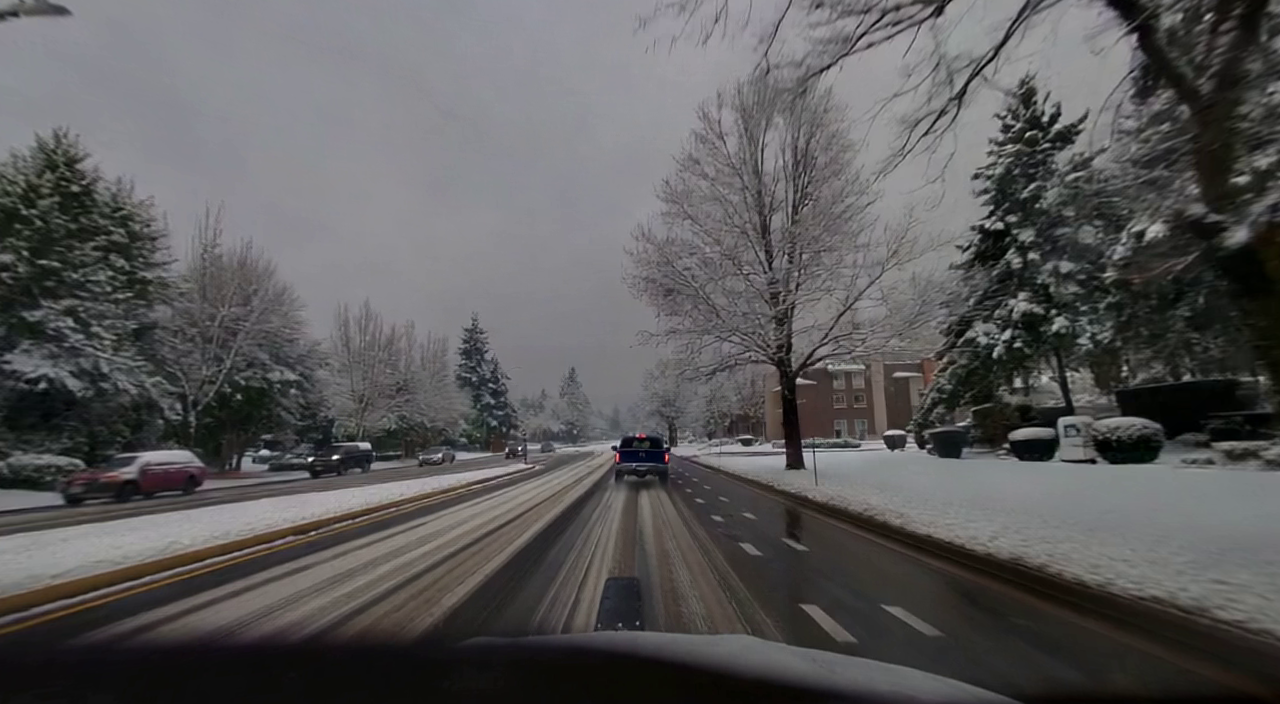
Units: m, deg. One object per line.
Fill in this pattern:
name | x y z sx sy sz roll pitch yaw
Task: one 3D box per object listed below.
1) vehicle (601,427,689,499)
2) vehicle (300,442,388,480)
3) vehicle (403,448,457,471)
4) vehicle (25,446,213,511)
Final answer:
vehicle | 0.116 2.939 17.045 2.094 1.682 3.866 0 -9 0
vehicle | -15.676 5.777 33.809 2.283 1.880 4.960 0 -9 0
vehicle | -15.056 7.718 45.664 2.124 1.542 4.702 -1 -9 2
vehicle | -15.213 3.668 18.849 1.948 1.690 4.303 0 -9 0
